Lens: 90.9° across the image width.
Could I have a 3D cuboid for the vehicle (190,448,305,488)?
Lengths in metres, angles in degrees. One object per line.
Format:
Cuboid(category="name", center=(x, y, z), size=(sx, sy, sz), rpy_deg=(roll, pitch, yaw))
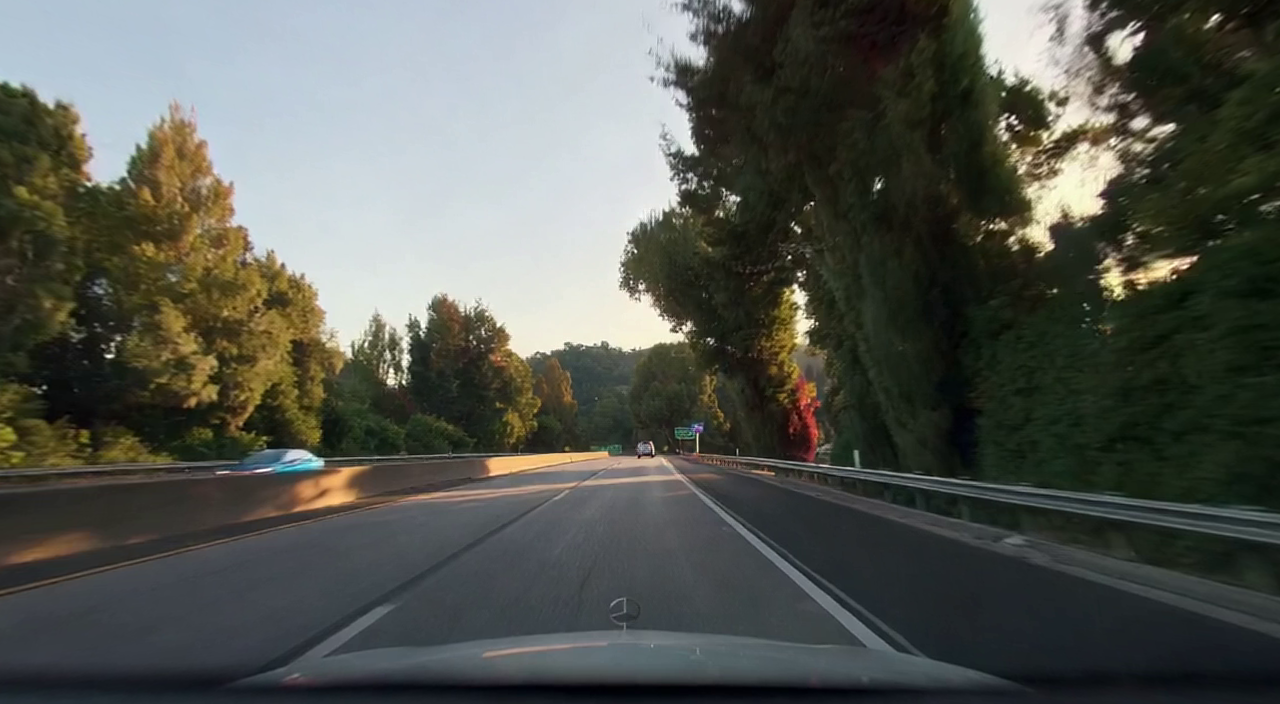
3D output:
Cuboid(category="vehicle", center=(-15.774, 4.656, 25.635), size=(1.859, 1.458, 4.239), rpy_deg=(0, -9, 1))
